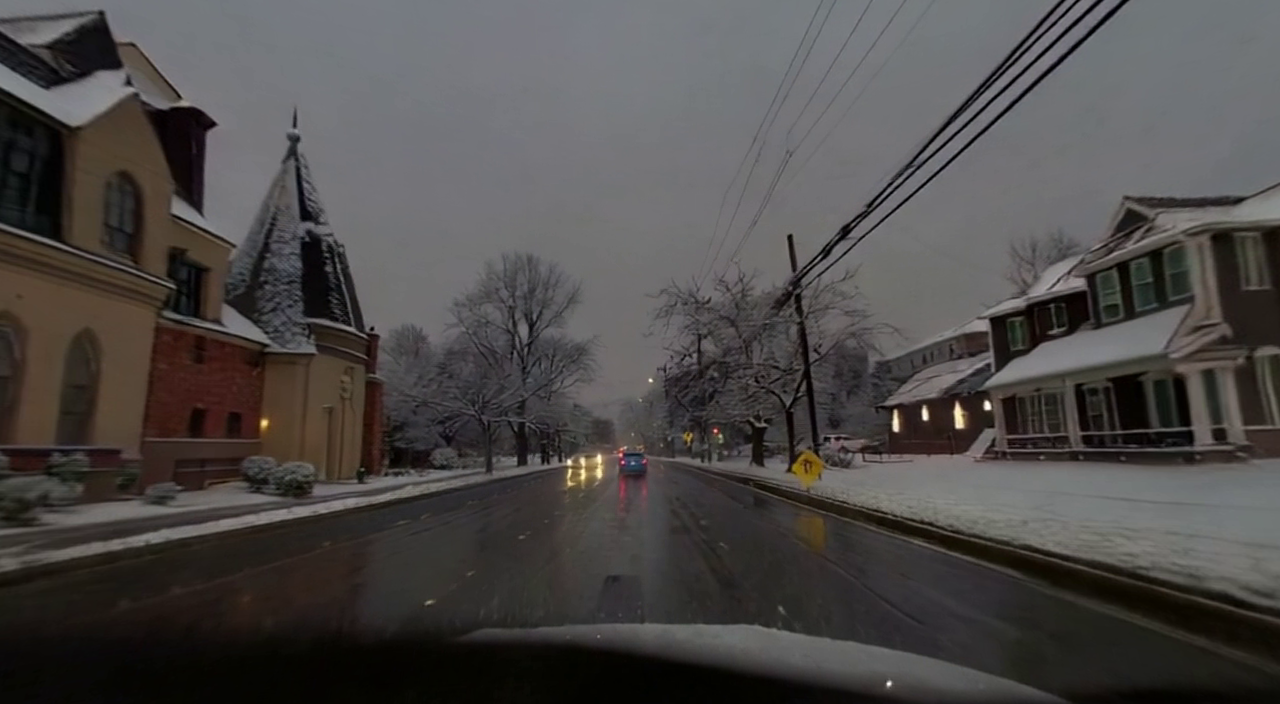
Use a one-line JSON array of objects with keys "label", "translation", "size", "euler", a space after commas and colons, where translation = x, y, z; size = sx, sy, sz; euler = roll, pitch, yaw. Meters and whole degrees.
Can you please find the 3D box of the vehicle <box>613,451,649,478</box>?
[{"label": "vehicle", "translation": [-0.549, 6.751, 38.085], "size": [2.093, 1.497, 4.010], "euler": [0, -9, -1]}]
